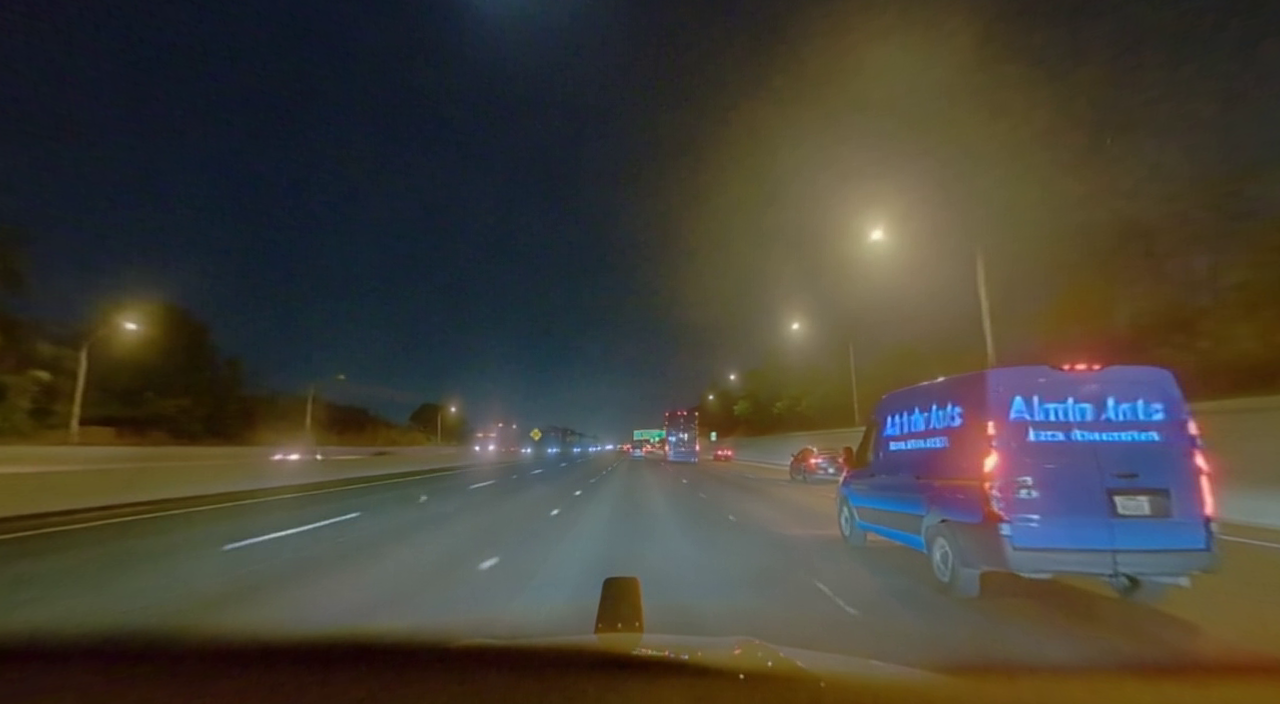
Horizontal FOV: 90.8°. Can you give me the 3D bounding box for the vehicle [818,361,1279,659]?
[{"bbox_3d":[3.630,1.379,6.609,2.035,1.931,4.841,0,-9,-1],"label":"vehicle"}]
